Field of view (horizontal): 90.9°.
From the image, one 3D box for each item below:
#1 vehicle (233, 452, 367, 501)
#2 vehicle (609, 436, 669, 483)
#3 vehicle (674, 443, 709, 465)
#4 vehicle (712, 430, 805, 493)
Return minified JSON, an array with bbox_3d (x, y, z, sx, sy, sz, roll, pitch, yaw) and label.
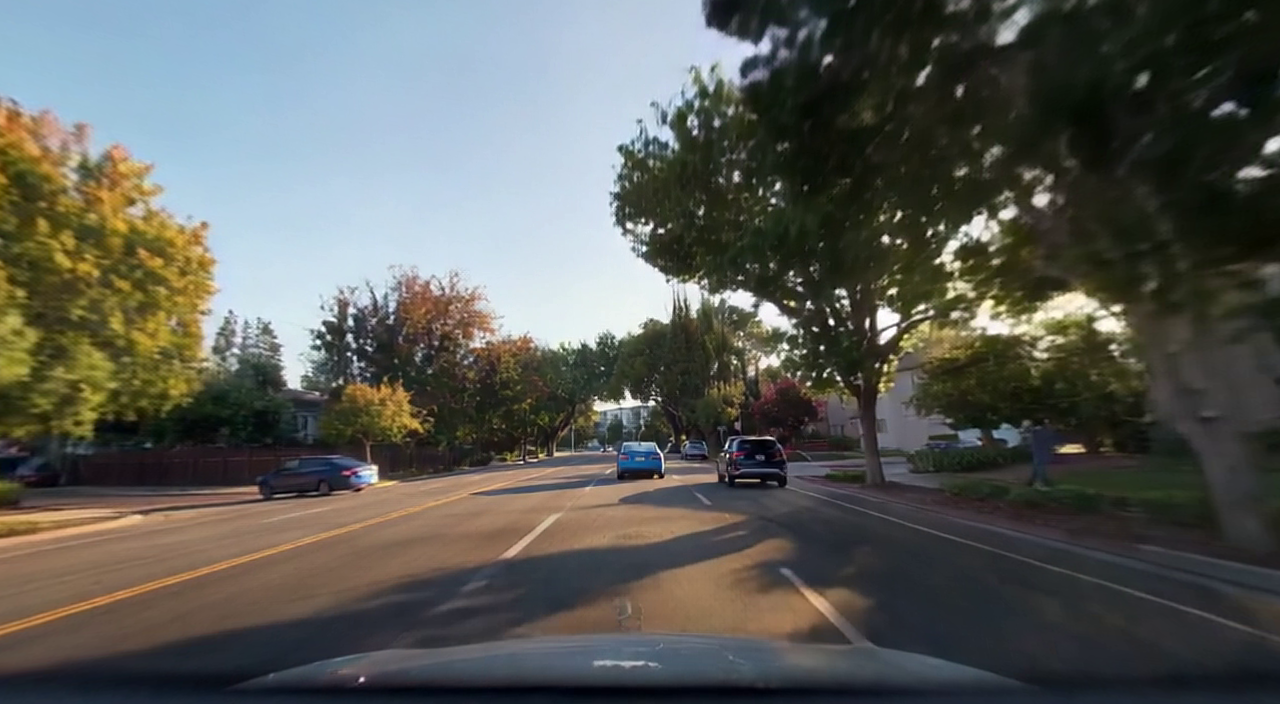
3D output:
[{"bbox_3d":[-13.383,4.906,24.979,4.296,1.611,1.942,-4,-9,5],"label":"vehicle"},{"bbox_3d":[-0.033,4.203,24.952,2.200,1.653,4.127,0,-8,0],"label":"vehicle"},{"bbox_3d":[3.570,7.162,44.320,2.099,1.463,4.130,0,-8,-1],"label":"vehicle"},{"bbox_3d":[3.534,3.379,19.760,2.024,1.711,4.512,0,-8,0],"label":"vehicle"}]
